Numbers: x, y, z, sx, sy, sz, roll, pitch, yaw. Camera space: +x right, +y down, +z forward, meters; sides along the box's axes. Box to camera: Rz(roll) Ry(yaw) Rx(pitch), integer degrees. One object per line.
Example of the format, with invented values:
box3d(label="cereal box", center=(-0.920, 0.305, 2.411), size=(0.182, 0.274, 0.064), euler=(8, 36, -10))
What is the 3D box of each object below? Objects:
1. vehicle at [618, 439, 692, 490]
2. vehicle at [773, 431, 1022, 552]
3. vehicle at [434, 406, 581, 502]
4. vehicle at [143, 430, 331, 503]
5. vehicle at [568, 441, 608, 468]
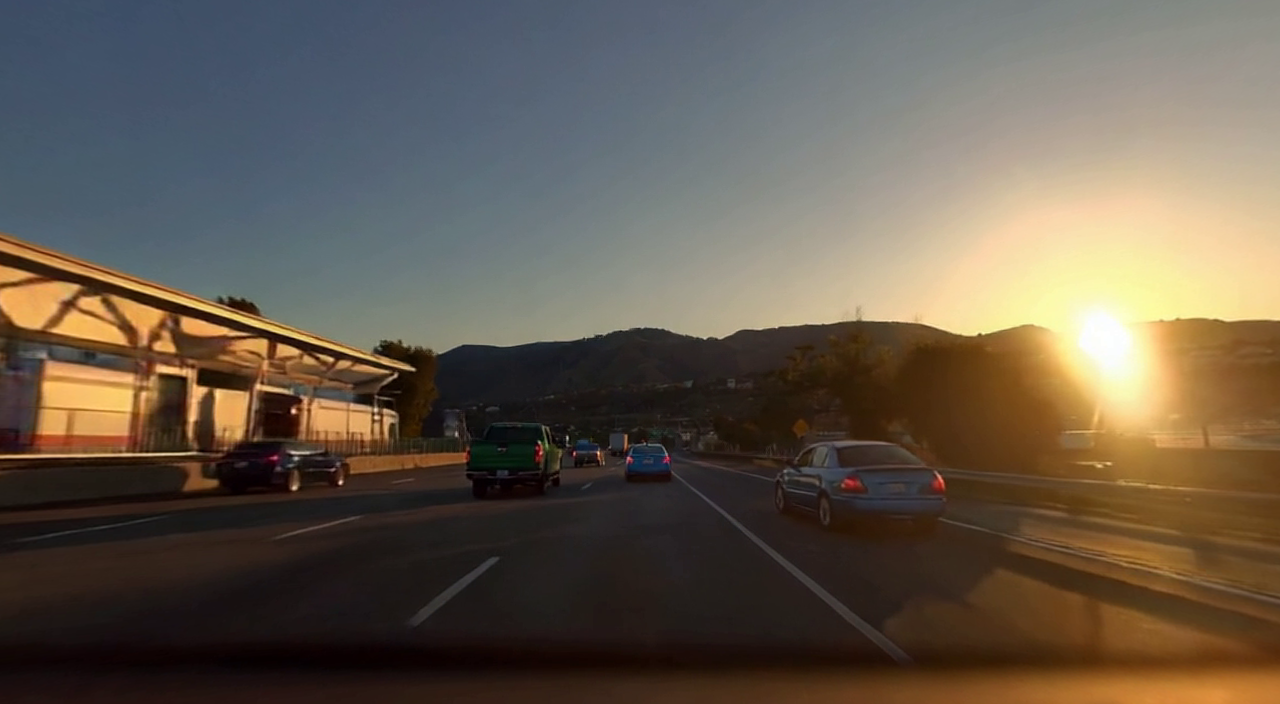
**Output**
box3d(label="vehicle", center=(0.420, 3.625, 20.592), size=(2.171, 1.493, 4.081), euler=(0, -9, -1))
box3d(label="vehicle", center=(3.753, 2.120, 10.371), size=(2.023, 1.510, 4.773), euler=(0, -9, -1))
box3d(label="vehicle", center=(-3.412, 2.889, 18.133), size=(2.733, 2.230, 6.820), euler=(0, -9, 0))
box3d(label="vehicle", center=(-10.795, 3.095, 17.444), size=(2.137, 1.728, 4.665), euler=(0, -9, -1))
box3d(label="vehicle", center=(-3.279, 6.638, 40.850), size=(2.151, 1.613, 4.786), euler=(0, -9, 1))
